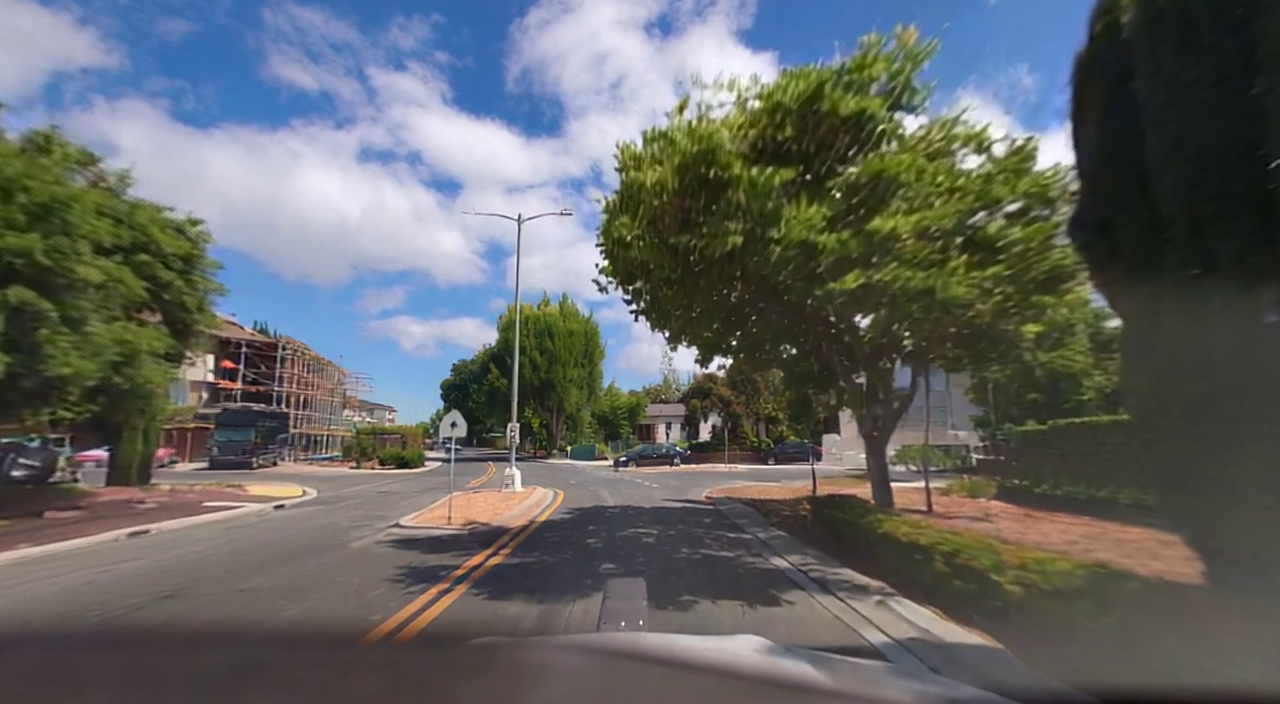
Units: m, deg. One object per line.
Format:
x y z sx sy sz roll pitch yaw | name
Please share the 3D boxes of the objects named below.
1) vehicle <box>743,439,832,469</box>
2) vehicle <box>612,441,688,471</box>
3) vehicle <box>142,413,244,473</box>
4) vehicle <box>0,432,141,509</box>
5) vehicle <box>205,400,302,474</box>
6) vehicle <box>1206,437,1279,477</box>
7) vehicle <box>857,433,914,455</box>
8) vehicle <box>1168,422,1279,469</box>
8.125 5.664 35.037 4.378 1.543 2.080 0 -9 -1 | vehicle
0.505 5.616 34.268 3.772 1.531 1.949 1 -9 -10 | vehicle
-23.237 4.775 33.053 2.207 2.862 4.908 1 -9 -9 | vehicle
-14.277 2.757 14.764 1.871 1.568 4.420 -1 -9 -6 | vehicle
-20.538 4.457 33.862 2.438 3.594 5.582 2 -6 -11 | vehicle
25.319 4.175 25.282 1.888 1.485 4.798 -3 -9 17 | vehicle
19.286 7.235 49.513 4.073 1.482 1.825 1 -10 -28 | vehicle
32.806 5.216 35.305 4.274 2.476 2.103 -1 -8 5 | vehicle
